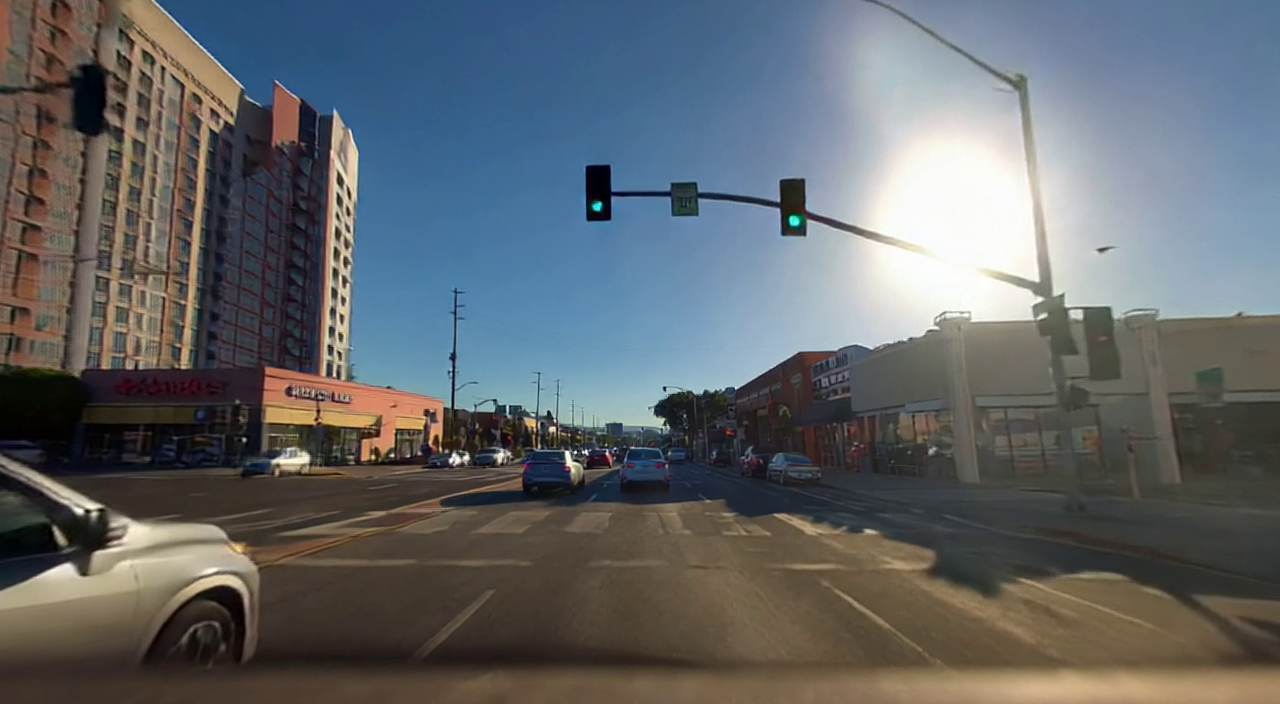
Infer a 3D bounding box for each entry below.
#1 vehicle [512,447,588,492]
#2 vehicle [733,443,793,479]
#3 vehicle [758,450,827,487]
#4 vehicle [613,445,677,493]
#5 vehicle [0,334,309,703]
[{"bbox_3d":[-3.118,4.173,22.786,1.950,1.450,4.257,-1,-9,2],"label":"vehicle"},{"bbox_3d":[6.673,5.975,34.799,2.159,1.817,5.056,0,-9,-1],"label":"vehicle"},{"bbox_3d":[6.593,5.077,27.763,1.944,1.462,4.406,0,-9,0],"label":"vehicle"},{"bbox_3d":[0.195,4.023,22.035,2.037,1.484,4.073,0,-9,1],"label":"vehicle"},{"bbox_3d":[-2.960,0.695,1.334,2.049,1.646,4.445,0,-9,1],"label":"vehicle"}]
